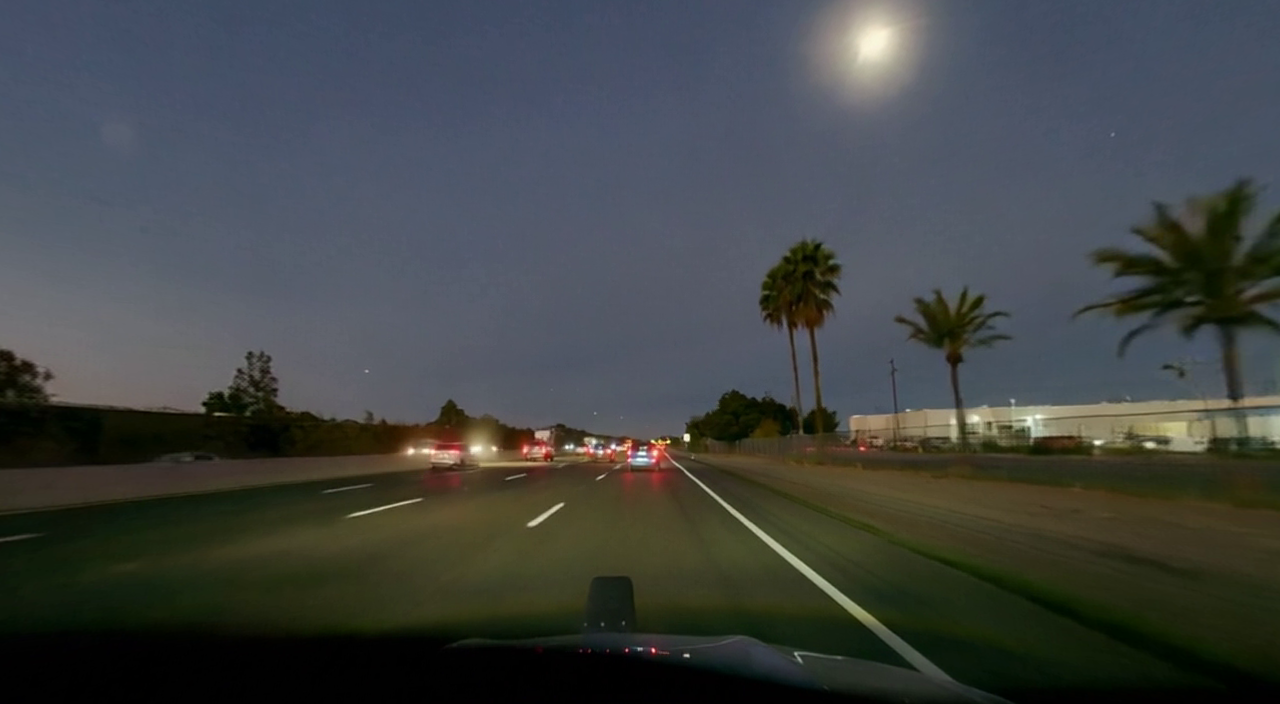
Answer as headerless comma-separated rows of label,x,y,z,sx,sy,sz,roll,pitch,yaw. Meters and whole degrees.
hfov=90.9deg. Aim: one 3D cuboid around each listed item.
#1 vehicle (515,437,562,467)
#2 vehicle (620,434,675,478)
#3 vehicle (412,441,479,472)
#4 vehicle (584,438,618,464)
vehicle,-6.393,6.333,40.176,2.105,1.790,4.689,-1,-8,2
vehicle,0.313,4.336,26.568,2.136,1.678,4.052,0,-8,1
vehicle,-10.383,5.596,34.117,1.910,1.501,5.004,-1,-8,2
vehicle,-2.908,7.427,47.525,2.108,1.832,4.549,-1,-8,2
